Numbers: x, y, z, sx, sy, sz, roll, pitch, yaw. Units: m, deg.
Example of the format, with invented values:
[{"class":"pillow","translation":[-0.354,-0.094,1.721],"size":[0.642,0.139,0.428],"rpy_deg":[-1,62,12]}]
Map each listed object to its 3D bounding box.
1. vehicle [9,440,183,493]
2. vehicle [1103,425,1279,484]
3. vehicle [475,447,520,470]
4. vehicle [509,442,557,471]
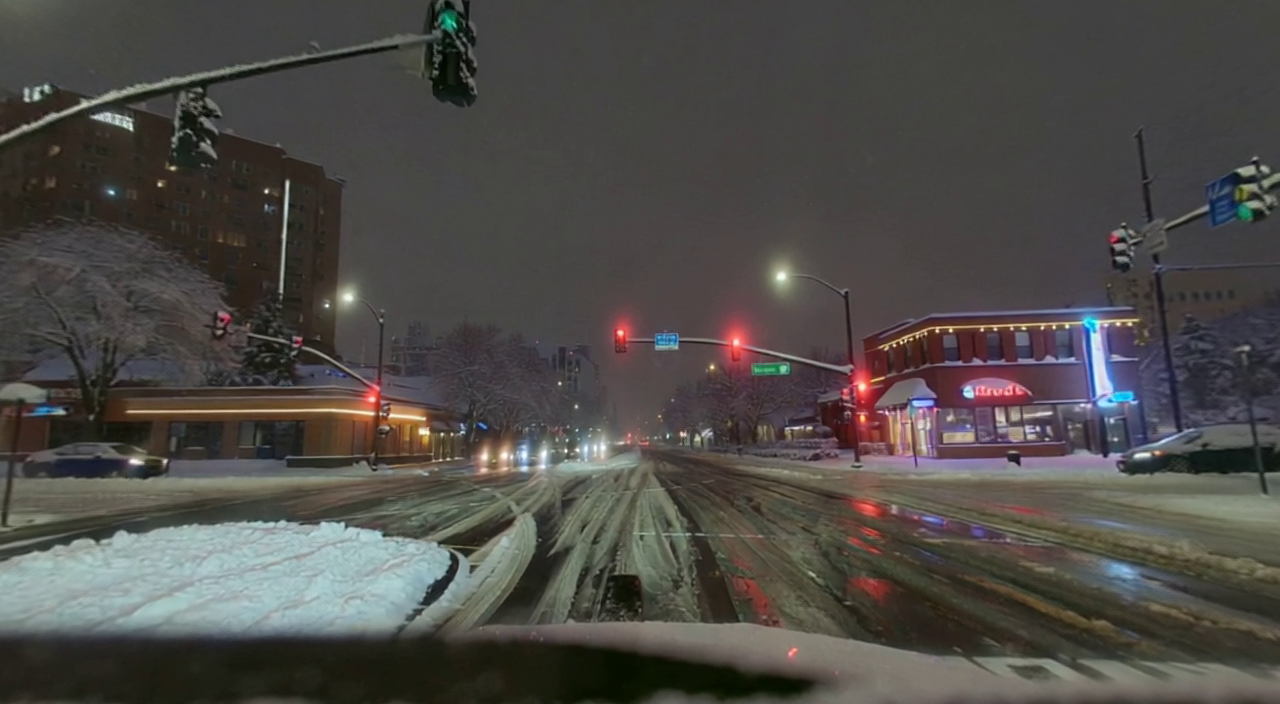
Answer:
[{"class":"vehicle","translation":[-21.158,4.425,24.698],"size":[5.161,1.910,2.275],"rpy_deg":[-2,-9,11]},{"class":"vehicle","translation":[15.410,2.698,16.703],"size":[4.651,1.463,1.880],"rpy_deg":[-2,-9,8]},{"class":"vehicle","translation":[-9.862,7.360,44.043],"size":[2.106,1.505,4.228],"rpy_deg":[0,-8,0]},{"class":"vehicle","translation":[-6.803,6.693,40.677],"size":[2.181,1.703,4.512],"rpy_deg":[-1,-8,2]}]
